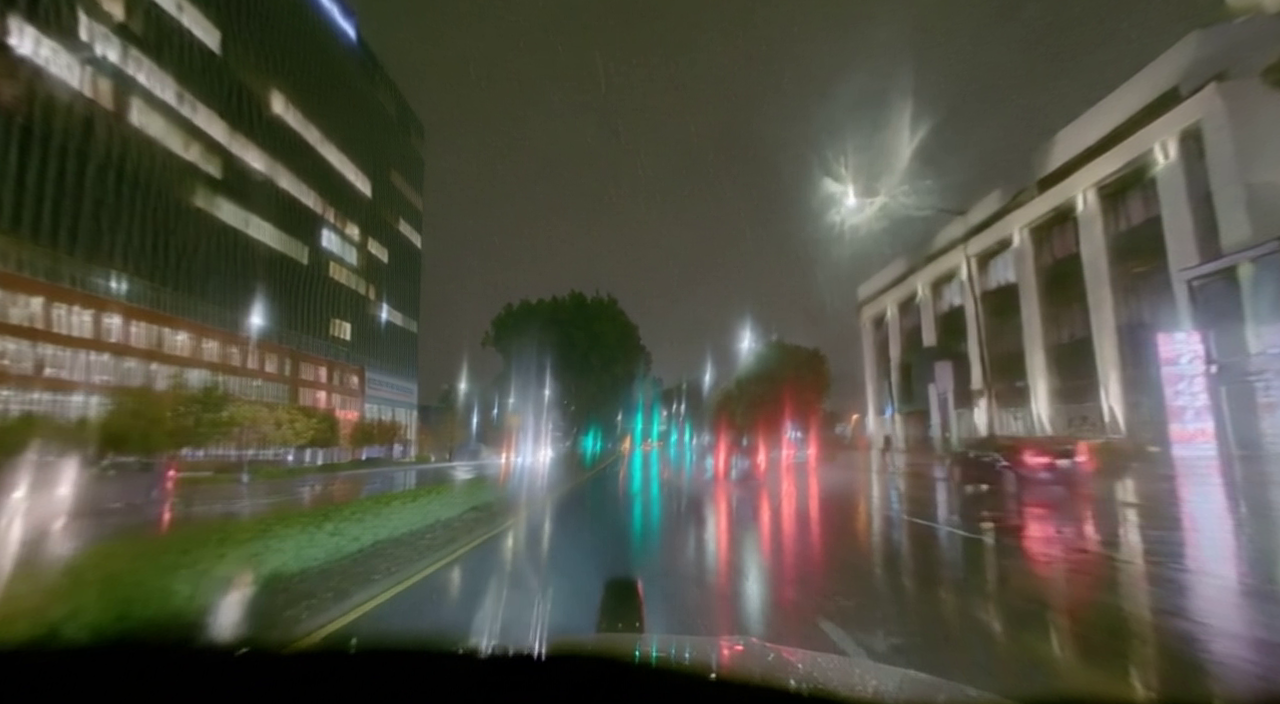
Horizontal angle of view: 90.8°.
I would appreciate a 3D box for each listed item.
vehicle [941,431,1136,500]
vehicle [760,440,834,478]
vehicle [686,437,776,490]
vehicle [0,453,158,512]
[{"bbox_3d":[9.944,2.853,16.359,2.003,1.511,4.670,0,-8,0],"label":"vehicle"},{"bbox_3d":[6.366,4.368,26.131,1.912,1.411,4.380,0,-8,-1],"label":"vehicle"},{"bbox_3d":[2.780,3.546,20.439,2.131,1.491,4.496,0,-8,-1],"label":"vehicle"},{"bbox_3d":[-19.616,4.397,21.870,2.071,1.743,4.749,0,-8,0],"label":"vehicle"}]
